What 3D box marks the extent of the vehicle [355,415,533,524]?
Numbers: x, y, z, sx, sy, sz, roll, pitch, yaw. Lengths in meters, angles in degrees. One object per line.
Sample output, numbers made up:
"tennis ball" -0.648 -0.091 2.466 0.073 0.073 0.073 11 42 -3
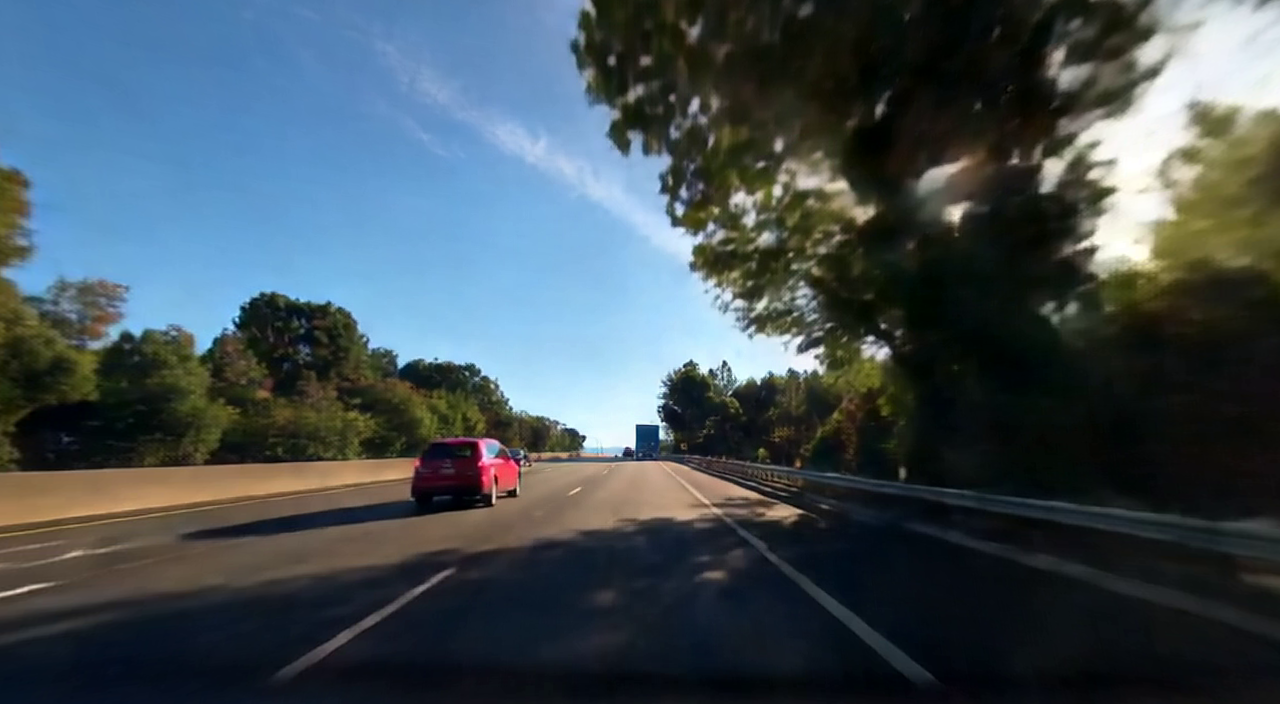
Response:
"vehicle" -3.898 2.483 13.764 2.124 1.888 5.226 -1 -9 1
